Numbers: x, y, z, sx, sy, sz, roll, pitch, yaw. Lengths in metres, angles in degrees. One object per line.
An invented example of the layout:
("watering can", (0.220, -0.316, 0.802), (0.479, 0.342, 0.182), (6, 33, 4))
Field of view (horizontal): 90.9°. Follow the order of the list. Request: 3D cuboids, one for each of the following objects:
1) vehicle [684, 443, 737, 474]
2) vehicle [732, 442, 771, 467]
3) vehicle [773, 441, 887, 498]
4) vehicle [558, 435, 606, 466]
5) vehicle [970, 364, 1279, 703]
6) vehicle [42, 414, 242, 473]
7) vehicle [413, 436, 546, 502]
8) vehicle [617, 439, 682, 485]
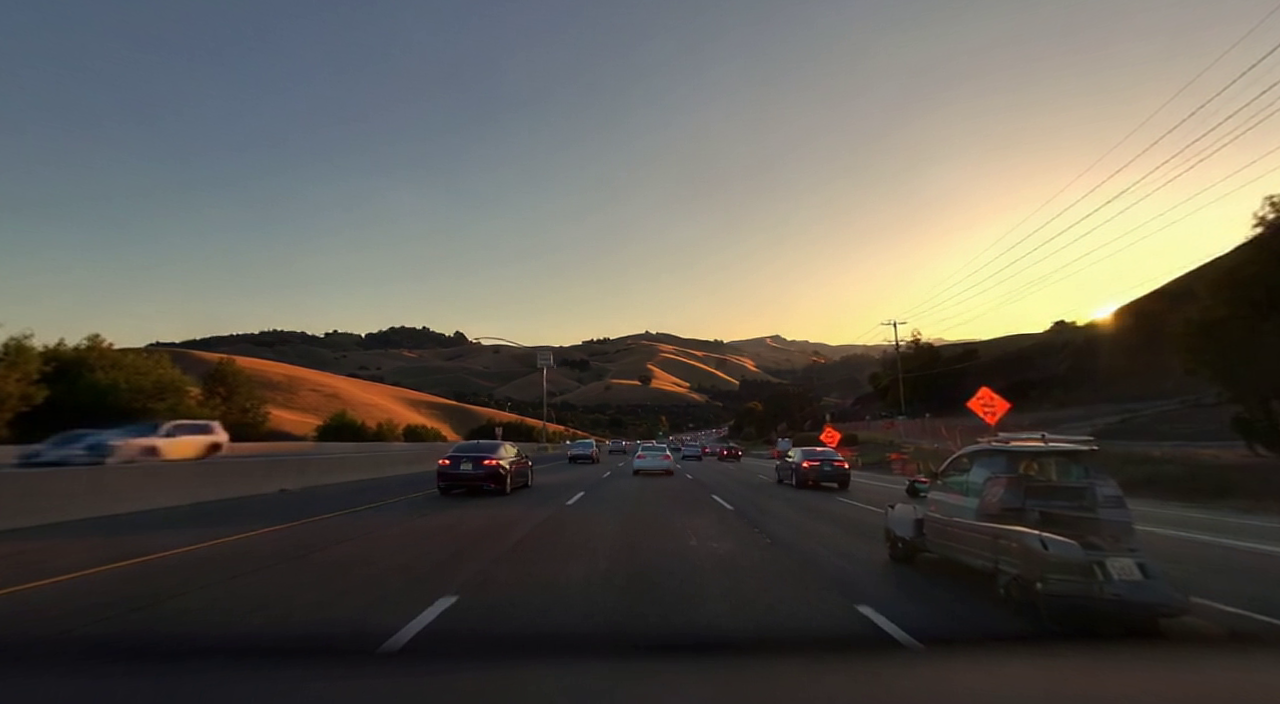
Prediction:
("vehicle", (3.480, 5.370, 32.118), (2.177, 1.453, 4.205), (0, -8, -1))
("vehicle", (8.163, 7.550, 46.650), (2.042, 1.684, 4.609), (0, -8, 0))
("vehicle", (5.457, 3.405, 18.713), (1.867, 1.465, 4.093), (0, -8, -3))
("vehicle", (-3.294, 5.721, 36.727), (2.234, 1.675, 4.527), (0, -8, 1))
("vehicle", (3.836, 0.925, 2.992), (2.018, 1.670, 4.658), (0, -8, 0))
("vehicle", (-15.203, 2.872, 19.752), (2.257, 1.591, 4.861), (0, -8, 1))
("vehicle", (-3.855, 2.899, 16.050), (2.232, 1.438, 4.163), (0, -8, 1))
("vehicle", (0.308, 3.948, 23.027), (2.138, 1.473, 4.392), (0, -8, 0))
